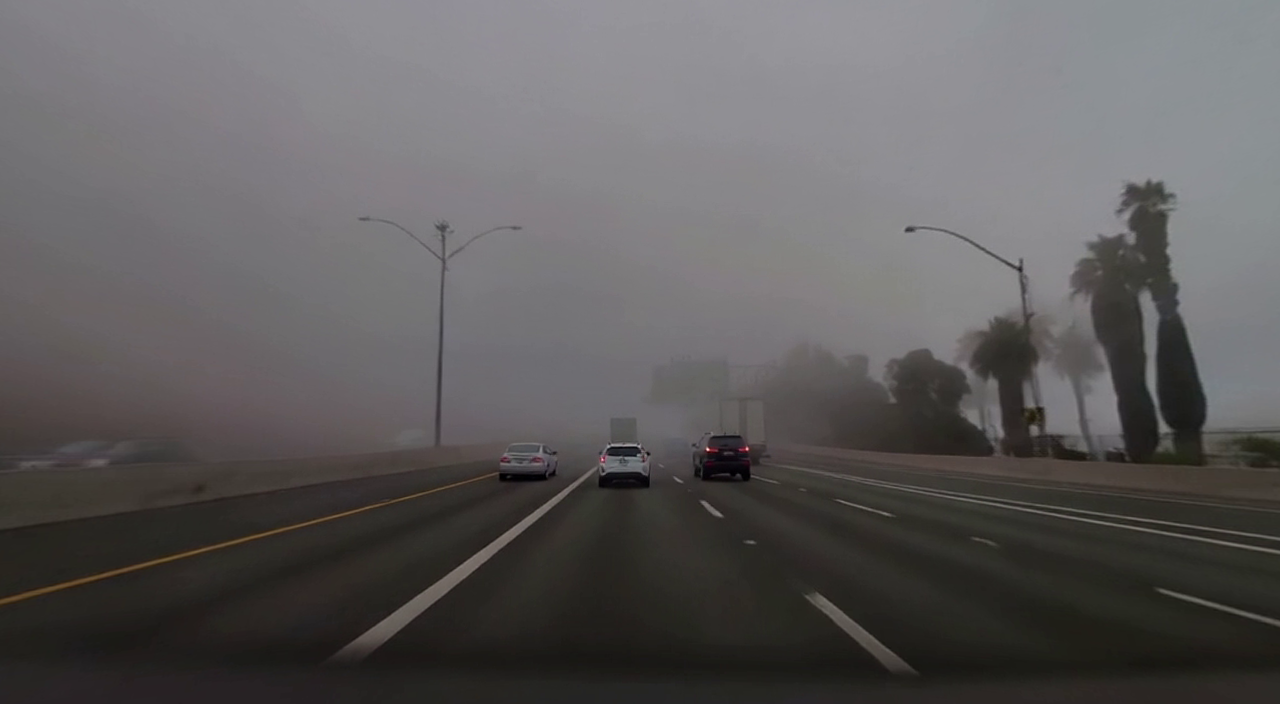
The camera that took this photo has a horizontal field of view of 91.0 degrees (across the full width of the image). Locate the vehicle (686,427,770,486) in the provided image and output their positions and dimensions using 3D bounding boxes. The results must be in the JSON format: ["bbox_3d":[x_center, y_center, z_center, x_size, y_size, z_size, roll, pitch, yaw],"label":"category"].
[{"bbox_3d":[2.951,3.642,22.238,2.173,1.870,4.499,0,-8,-2],"label":"vehicle"}]

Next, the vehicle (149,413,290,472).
[{"bbox_3d":[-30.430,6.710,46.572,2.839,3.817,11.855,0,-8,-3],"label":"vehicle"}]

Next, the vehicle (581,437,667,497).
[{"bbox_3d":[-0.415,3.152,17.654,2.136,1.470,3.971,0,-8,0],"label":"vehicle"}]

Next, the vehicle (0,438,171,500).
[{"bbox_3d":[-19.021,3.954,21.809,2.038,1.886,4.746,0,-8,-4],"label":"vehicle"}]

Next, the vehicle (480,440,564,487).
[{"bbox_3d":[-3.910,3.755,21.608,1.998,1.423,4.436,0,-8,0],"label":"vehicle"}]
